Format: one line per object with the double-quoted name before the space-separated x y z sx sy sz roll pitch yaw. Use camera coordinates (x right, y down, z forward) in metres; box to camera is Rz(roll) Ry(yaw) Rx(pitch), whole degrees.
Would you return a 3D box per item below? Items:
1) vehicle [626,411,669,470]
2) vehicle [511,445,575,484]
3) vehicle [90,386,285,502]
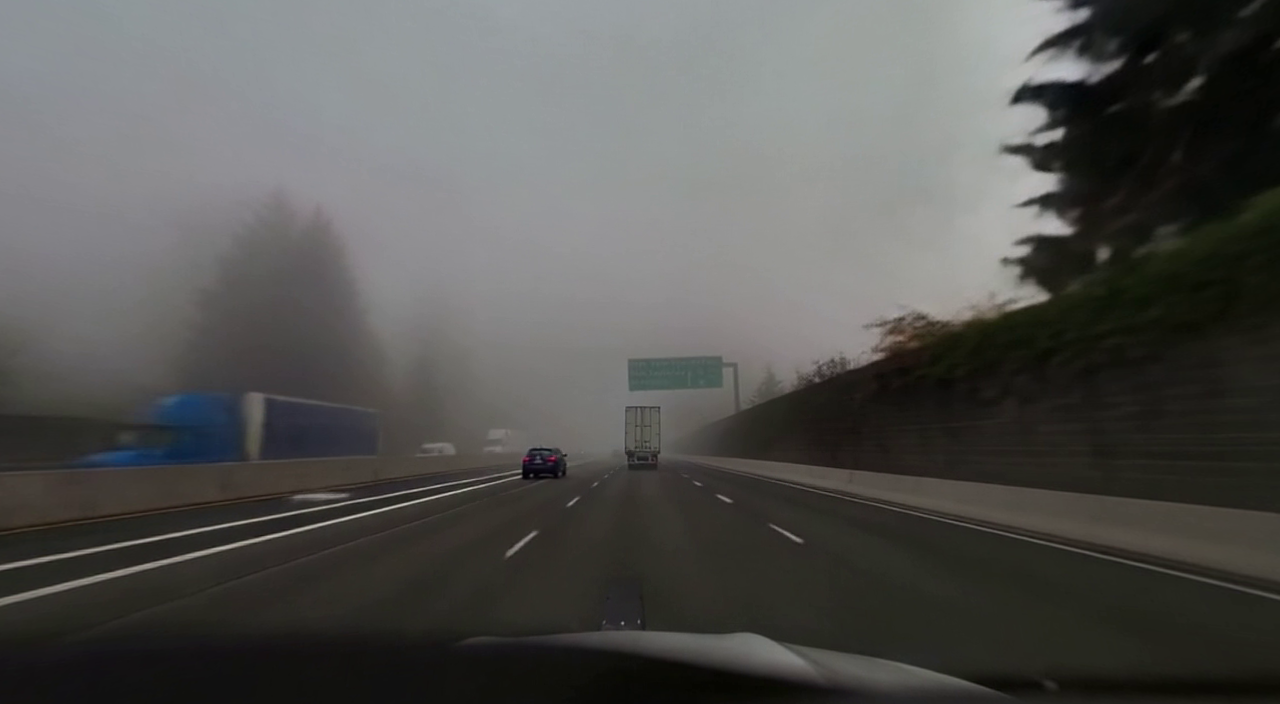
"vehicle" 0.581 6.940 48.955 2.980 4.051 10.359 0 -9 1
"vehicle" -4.077 4.787 27.248 1.974 1.531 4.429 0 -9 1
"vehicle" -17.021 3.556 24.378 2.987 3.918 5.823 0 -9 0
